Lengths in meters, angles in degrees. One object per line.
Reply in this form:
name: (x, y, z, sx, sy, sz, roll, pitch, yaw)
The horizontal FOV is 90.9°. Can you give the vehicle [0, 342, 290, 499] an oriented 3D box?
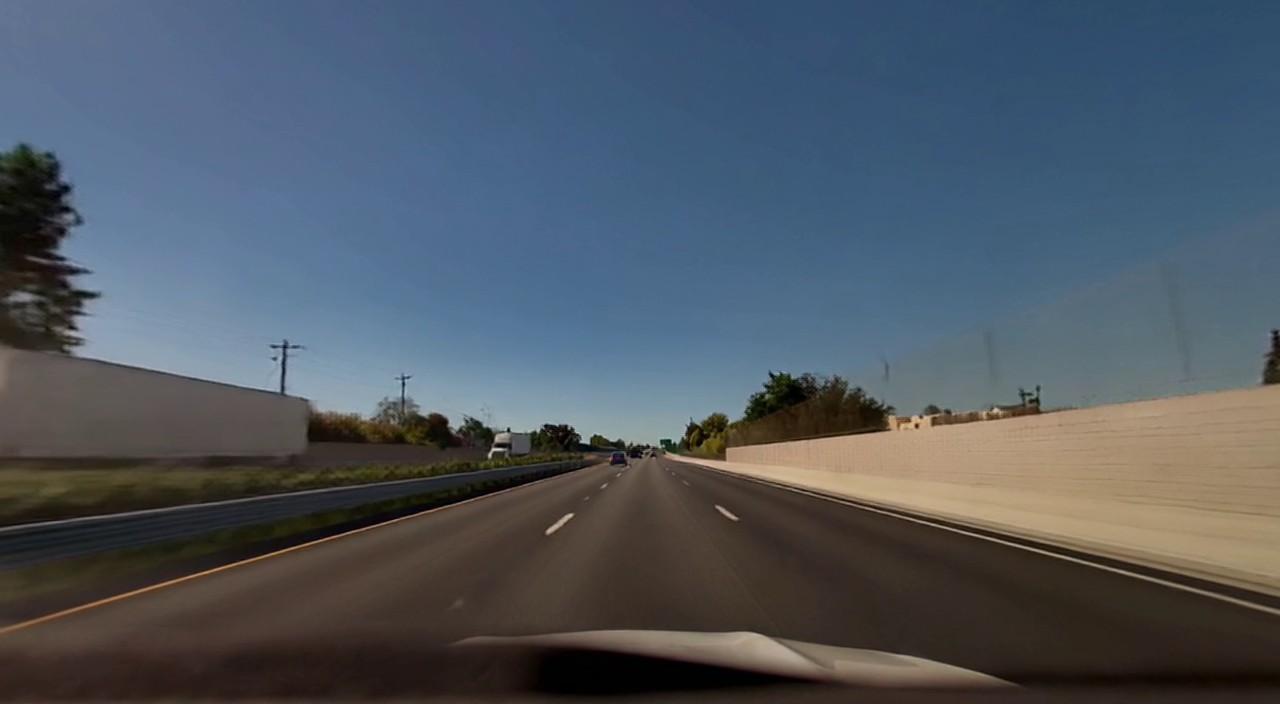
vehicle: (-17.953, 2.687, 21.937, 2.914, 4.015, 14.672, 0, -9, 1)
